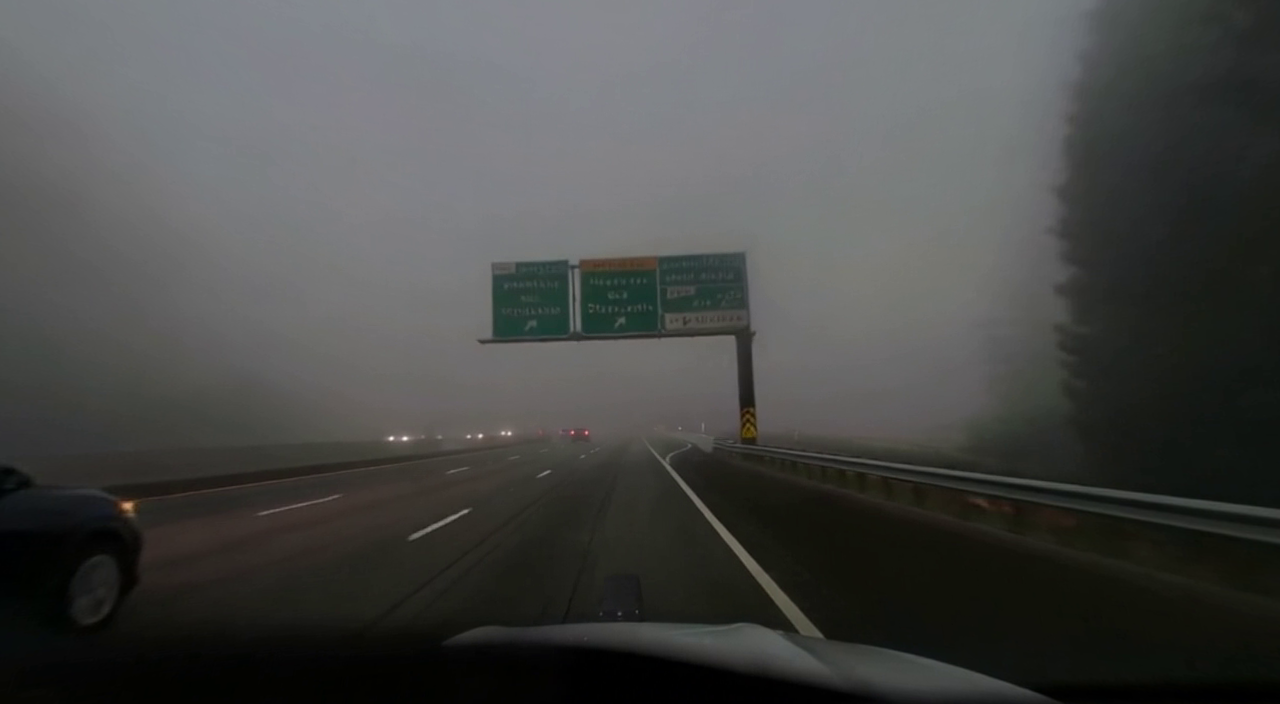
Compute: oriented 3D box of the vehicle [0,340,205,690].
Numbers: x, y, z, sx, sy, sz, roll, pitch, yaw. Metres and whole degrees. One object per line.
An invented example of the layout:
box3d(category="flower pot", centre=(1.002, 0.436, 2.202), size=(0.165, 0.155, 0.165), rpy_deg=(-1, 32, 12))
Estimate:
box3d(category="vehicle", centre=(-4.255, 0.685, 2.153), size=(2.153, 1.730, 4.772), rpy_deg=(0, -8, -1))
